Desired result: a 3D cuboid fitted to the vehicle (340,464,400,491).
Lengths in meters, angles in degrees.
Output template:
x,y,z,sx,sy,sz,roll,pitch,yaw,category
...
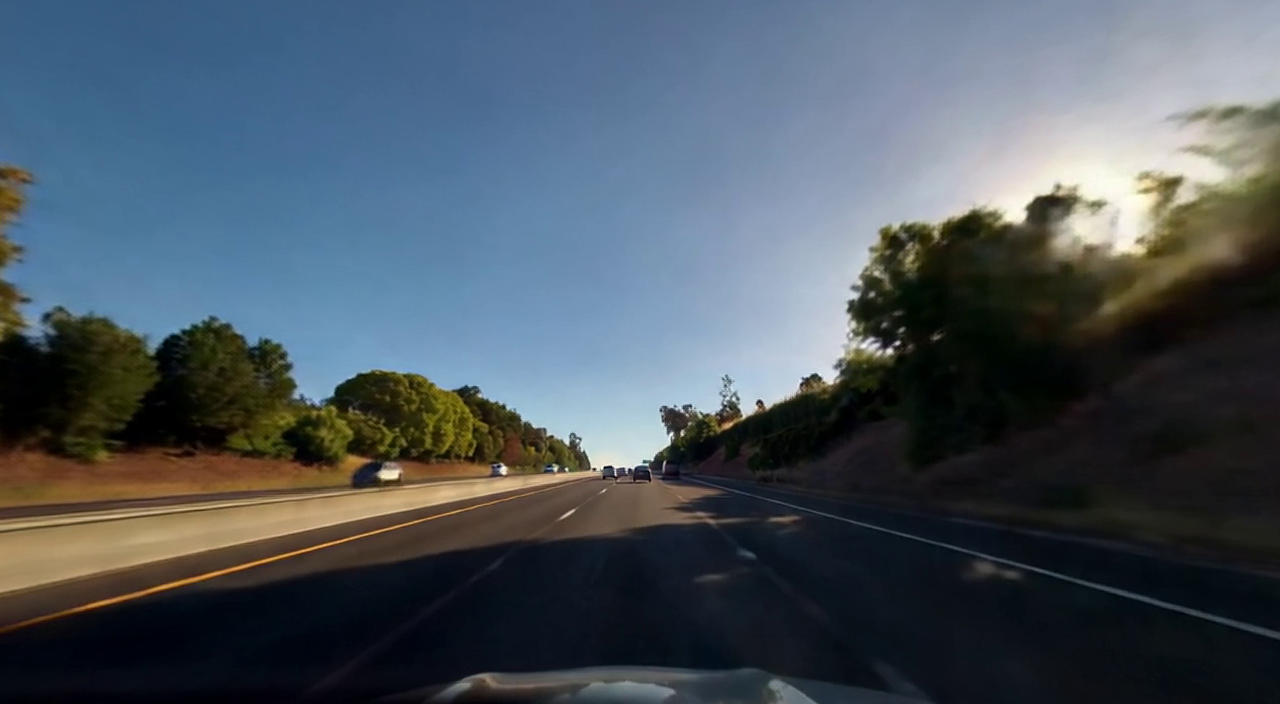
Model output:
x,y,z,sx,sy,sz,roll,pitch,yaw,category
-16.212,7.523,38.012,1.886,1.498,3.705,1,-10,0,vehicle
